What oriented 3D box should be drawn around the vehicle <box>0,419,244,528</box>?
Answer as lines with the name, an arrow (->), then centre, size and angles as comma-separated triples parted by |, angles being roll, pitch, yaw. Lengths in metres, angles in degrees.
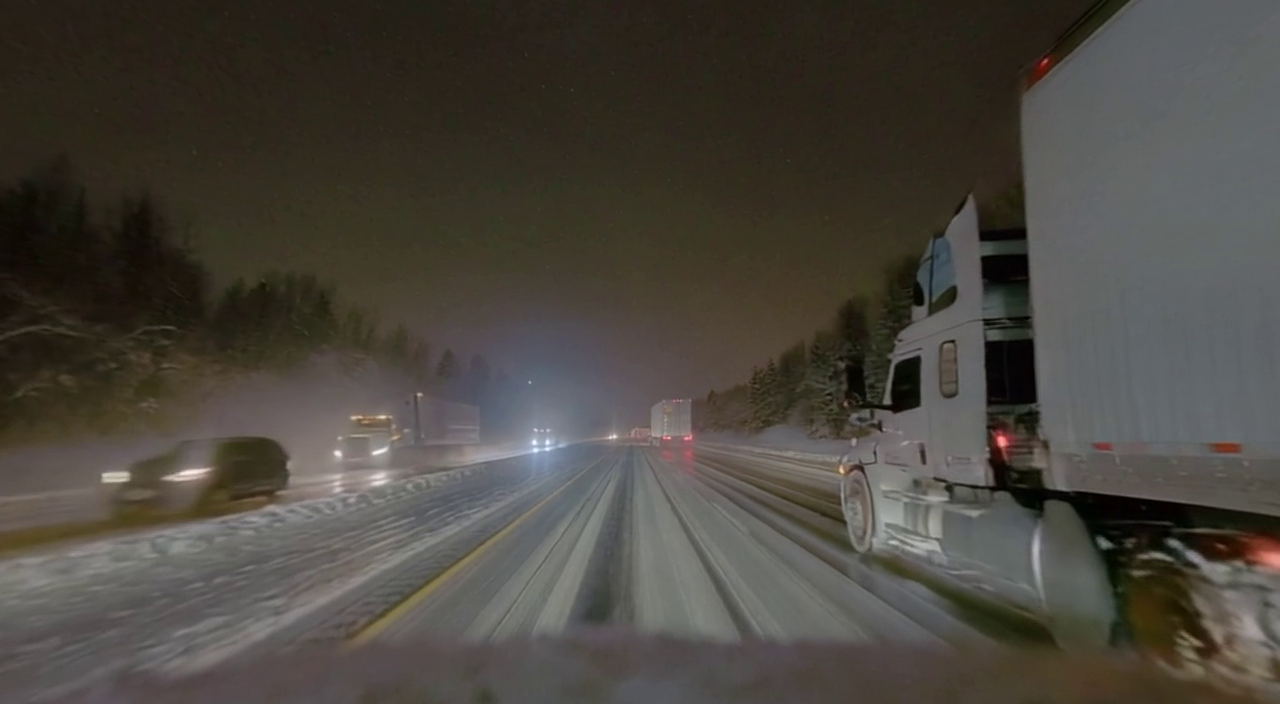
vehicle -> -10.931, 2.443, 13.338 | 2.007, 1.888, 4.537 | 0, -8, 0

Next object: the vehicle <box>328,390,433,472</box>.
vehicle -> -13.616, 4.230, 33.666 | 2.984, 3.955, 6.098 | 0, -8, -1
